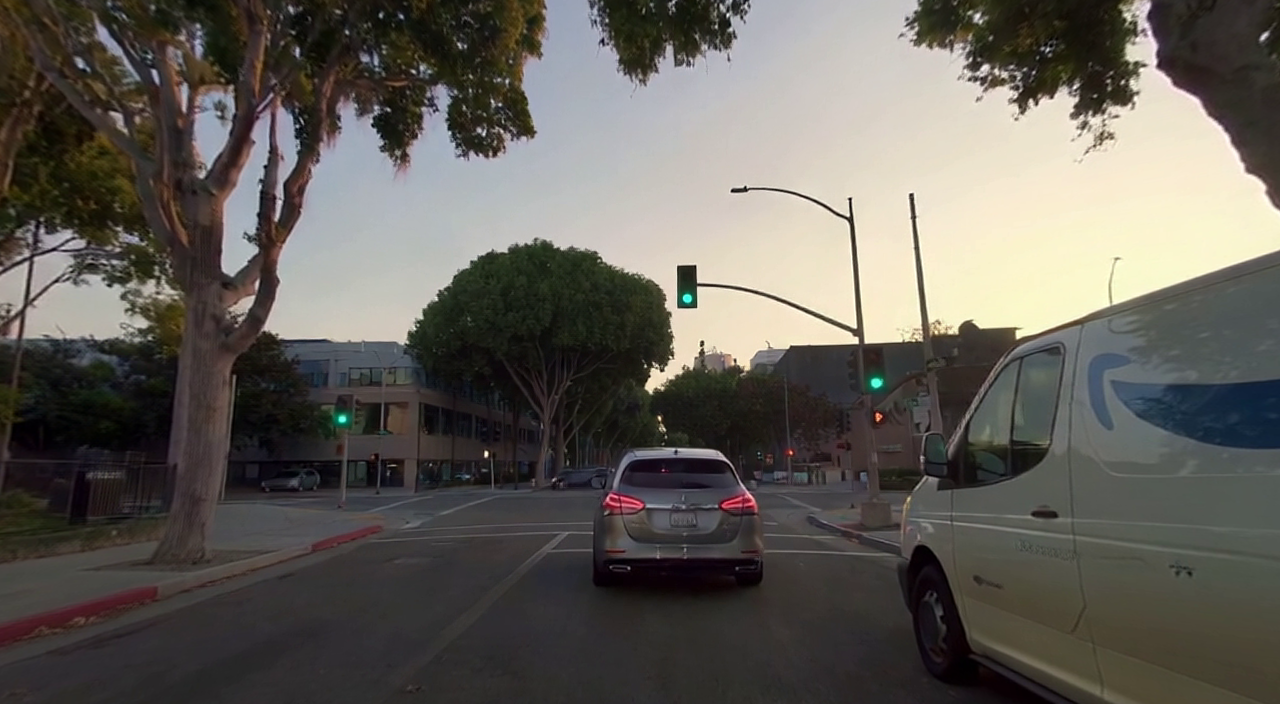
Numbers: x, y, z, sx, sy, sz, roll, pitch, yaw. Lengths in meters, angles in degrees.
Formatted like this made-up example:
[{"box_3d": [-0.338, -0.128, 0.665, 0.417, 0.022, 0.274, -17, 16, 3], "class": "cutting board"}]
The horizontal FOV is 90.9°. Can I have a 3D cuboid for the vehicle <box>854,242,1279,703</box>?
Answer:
[{"box_3d": [2.857, 0.853, 2.662, 2.054, 1.965, 5.248, 1, -11, 0], "class": "vehicle"}]

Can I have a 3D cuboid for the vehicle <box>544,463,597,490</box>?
[{"box_3d": [-4.652, 8.494, 43.266, 1.993, 1.692, 4.675, -2, -11, 15], "class": "vehicle"}]

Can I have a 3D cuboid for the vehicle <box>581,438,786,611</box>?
[{"box_3d": [0.350, 1.999, 7.931, 1.961, 1.629, 3.610, 1, -11, -2], "class": "vehicle"}]
